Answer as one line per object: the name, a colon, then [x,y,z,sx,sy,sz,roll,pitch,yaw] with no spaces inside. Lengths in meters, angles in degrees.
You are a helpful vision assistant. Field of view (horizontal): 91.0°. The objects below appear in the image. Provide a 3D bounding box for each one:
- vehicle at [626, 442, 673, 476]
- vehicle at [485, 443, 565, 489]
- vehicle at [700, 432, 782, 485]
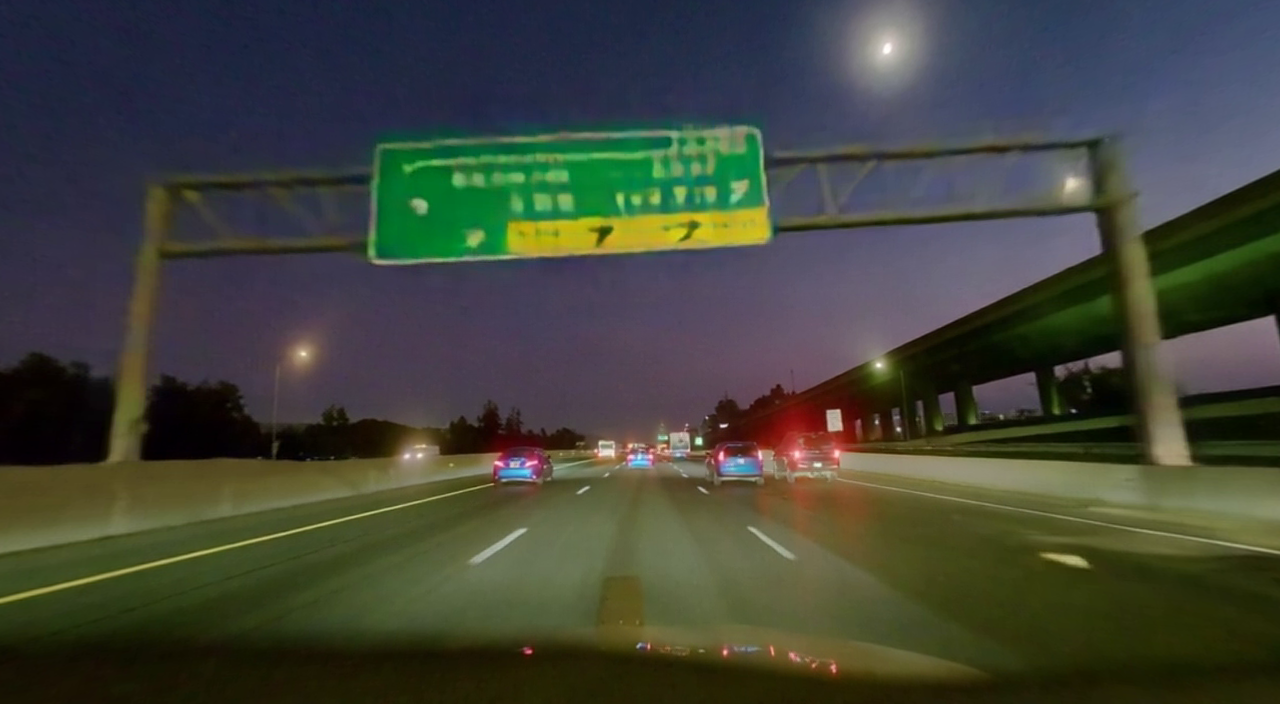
vehicle: [0.425,5.072,30.029,2.089,1.493,3.964,0,-8,0]
vehicle: [-4.000,4.036,22.656,2.031,1.491,4.145,0,-8,1]
vehicle: [3.533,3.832,22.958,2.202,1.748,4.158,0,-8,-1]
